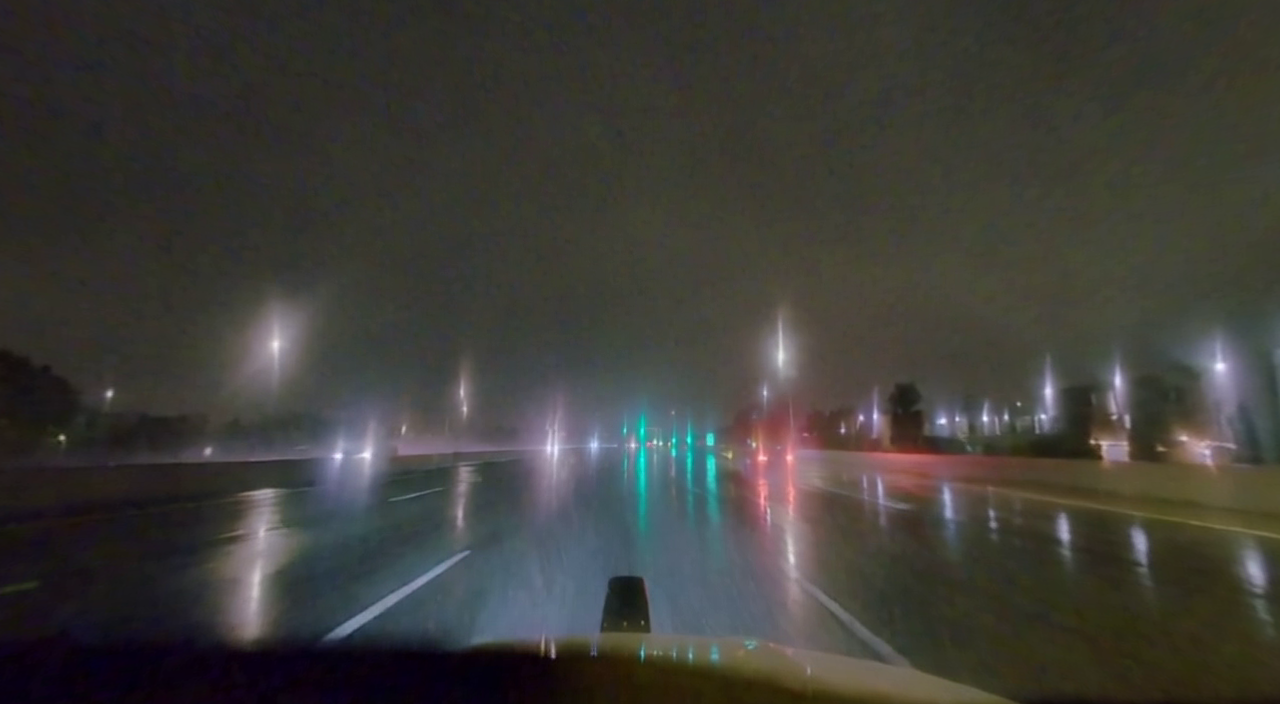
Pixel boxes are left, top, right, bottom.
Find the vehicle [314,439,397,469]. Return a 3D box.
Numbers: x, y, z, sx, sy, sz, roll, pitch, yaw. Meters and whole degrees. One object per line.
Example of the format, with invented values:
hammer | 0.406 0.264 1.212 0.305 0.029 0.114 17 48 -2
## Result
vehicle | -17.000 6.138 38.084 2.251 1.664 5.666 0 -9 1
